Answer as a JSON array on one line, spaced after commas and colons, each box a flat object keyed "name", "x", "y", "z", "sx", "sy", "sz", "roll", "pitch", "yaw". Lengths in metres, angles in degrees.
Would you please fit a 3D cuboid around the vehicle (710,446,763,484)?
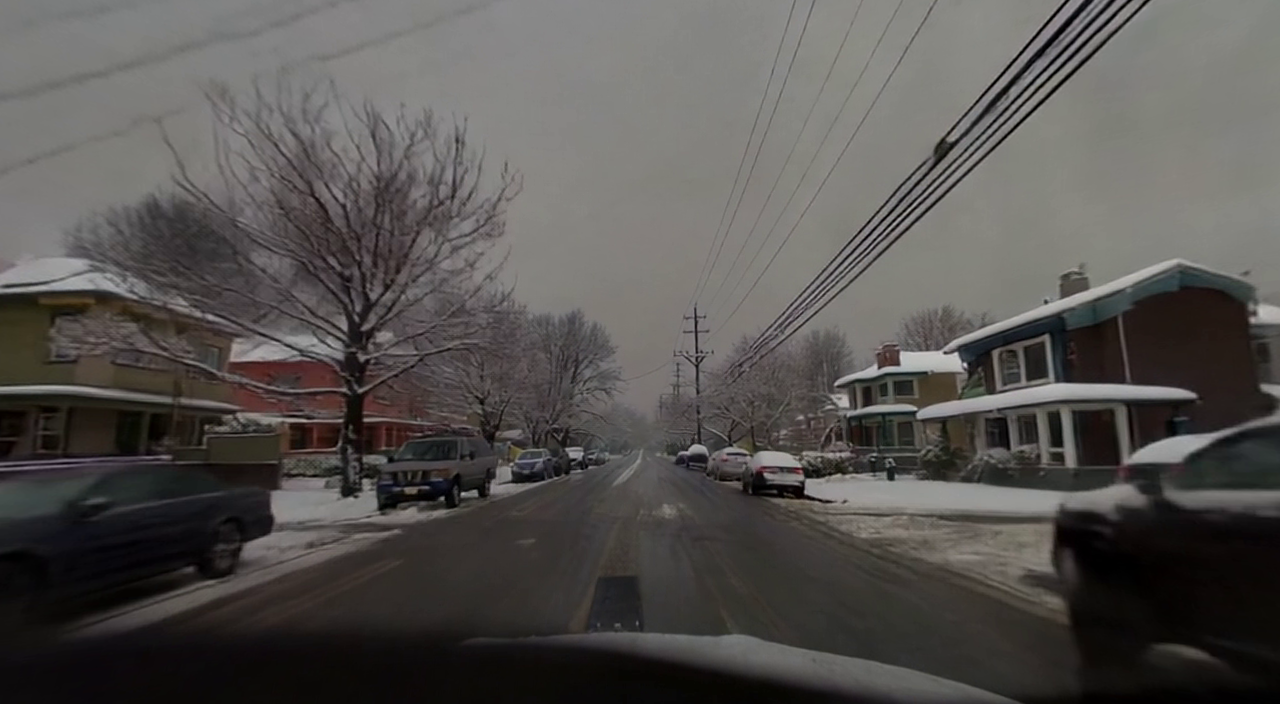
[{"name": "vehicle", "x": 4.564, "y": 5.388, "z": 30.467, "sx": 1.979, "sy": 1.620, "sz": 4.684, "roll": 1, "pitch": -9, "yaw": 2}]

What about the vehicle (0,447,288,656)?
[{"name": "vehicle", "x": -5.317, "y": 1.580, "z": 5.620, "sx": 1.824, "sy": 1.417, "sz": 4.395, "roll": -1, "pitch": -9, "yaw": 0}]

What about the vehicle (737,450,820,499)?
[{"name": "vehicle", "x": 4.554, "y": 4.091, "z": 21.508, "sx": 1.893, "sy": 1.437, "sz": 4.369, "roll": 1, "pitch": -9, "yaw": 1}]

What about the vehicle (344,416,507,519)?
[{"name": "vehicle", "x": -5.165, "y": 2.893, "z": 16.330, "sx": 2.242, "sy": 2.135, "sz": 5.566, "roll": -1, "pitch": -9, "yaw": 0}]

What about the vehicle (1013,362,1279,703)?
[{"name": "vehicle", "x": 3.857, "y": 0.932, "z": 2.579, "sx": 2.049, "sy": 1.776, "sz": 4.285, "roll": 1, "pitch": -9, "yaw": 0}]

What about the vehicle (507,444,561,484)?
[{"name": "vehicle", "x": -5.070, "y": 5.378, "z": 30.732, "sx": 1.873, "sy": 1.709, "sz": 4.206, "roll": -3, "pitch": -8, "yaw": 1}]
